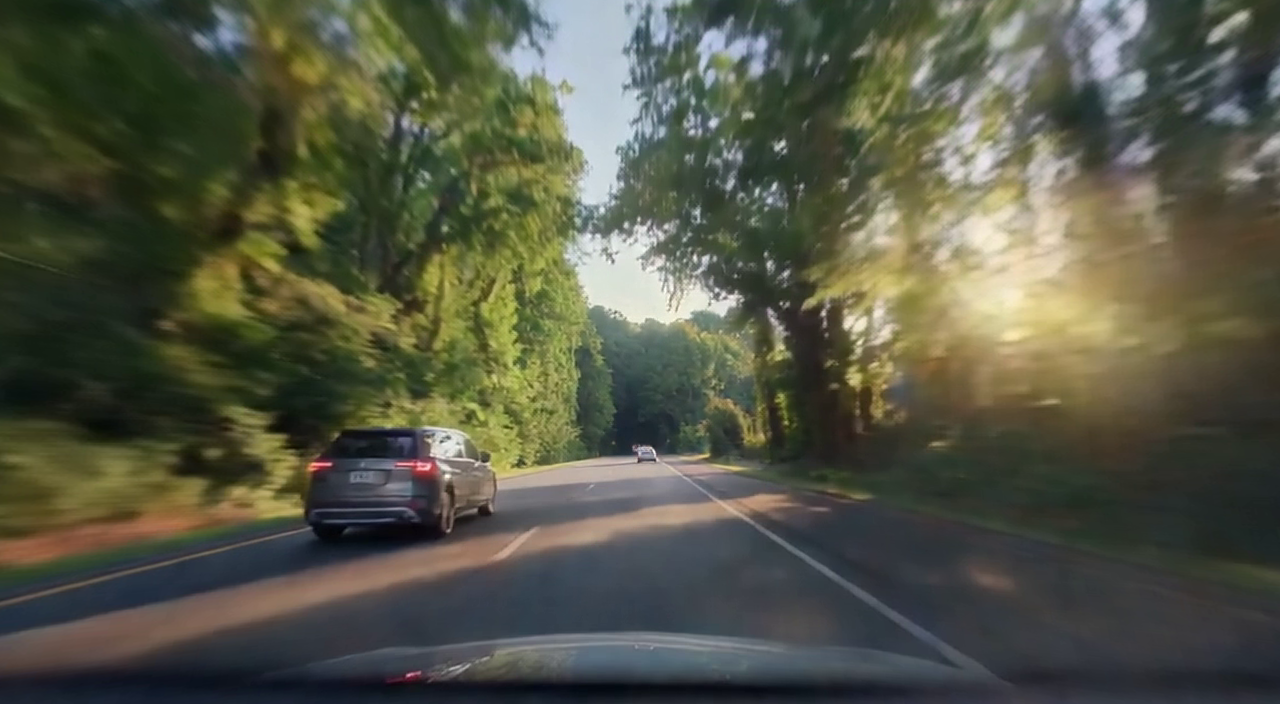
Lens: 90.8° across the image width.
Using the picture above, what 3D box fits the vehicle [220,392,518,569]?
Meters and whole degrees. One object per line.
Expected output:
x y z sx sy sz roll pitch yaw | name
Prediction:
-3.642 1.865 9.886 2.418 2.049 4.930 0 -9 0 | vehicle

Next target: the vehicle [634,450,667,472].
0.653 7.414 43.125 2.046 1.452 4.407 0 -9 -2 | vehicle
